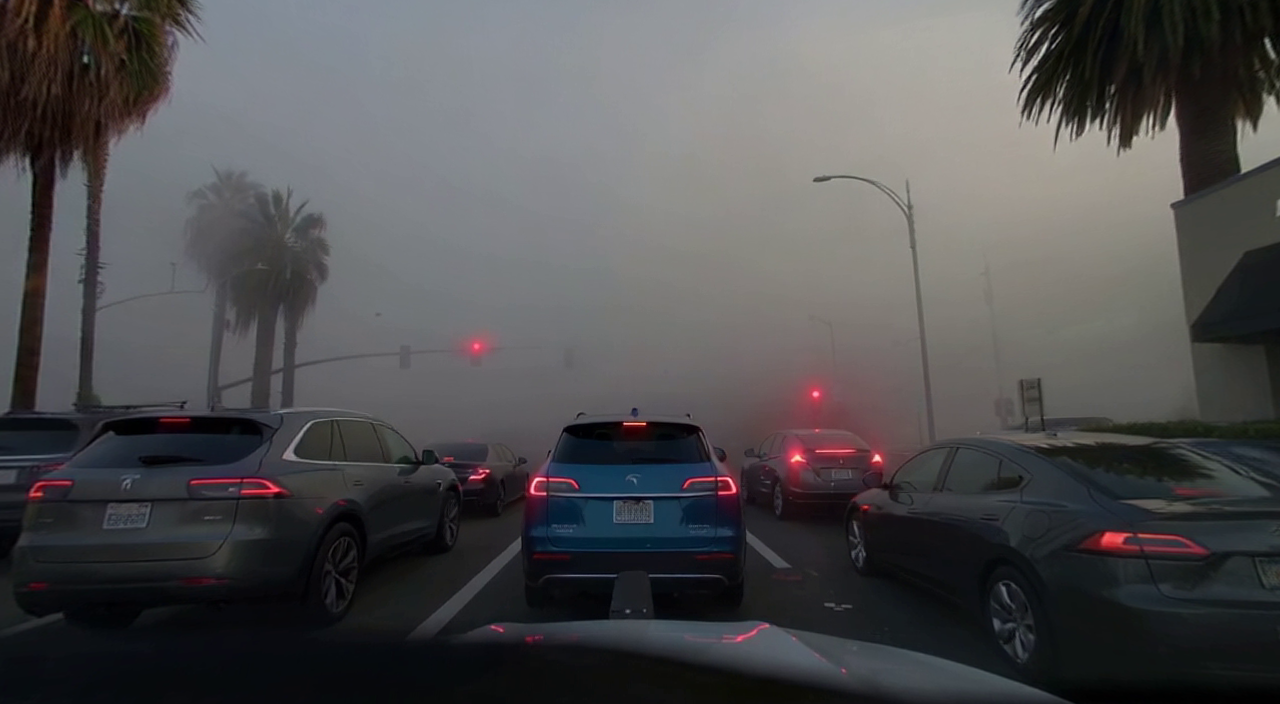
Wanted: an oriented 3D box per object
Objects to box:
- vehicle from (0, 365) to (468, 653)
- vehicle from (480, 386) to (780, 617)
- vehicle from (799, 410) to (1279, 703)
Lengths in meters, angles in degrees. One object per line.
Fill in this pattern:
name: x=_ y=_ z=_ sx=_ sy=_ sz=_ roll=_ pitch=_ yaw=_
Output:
vehicle: x=-3.346 y=1.276 z=6.124 sx=2.014 sy=1.755 sz=4.360 roll=0 pitch=-8 yaw=1
vehicle: x=-0.130 y=1.457 z=7.060 sx=2.280 sy=1.747 sz=4.361 roll=0 pitch=-8 yaw=-2
vehicle: x=2.967 y=1.362 z=5.249 sx=2.017 sy=1.491 sz=4.611 roll=0 pitch=-8 yaw=-1
